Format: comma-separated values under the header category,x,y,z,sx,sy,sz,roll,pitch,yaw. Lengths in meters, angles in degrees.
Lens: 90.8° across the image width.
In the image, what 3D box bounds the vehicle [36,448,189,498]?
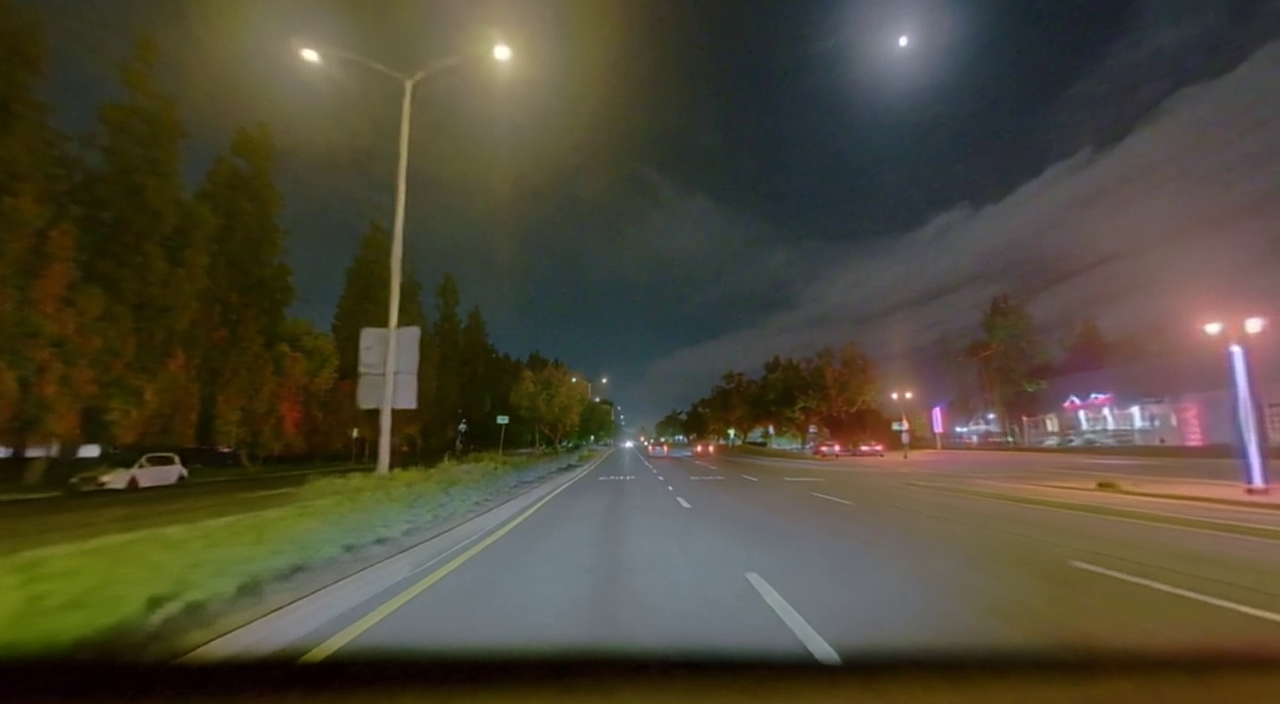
category,x,y,z,sx,sy,sz,roll,pitch,yaw
vehicle,-19.670,4.490,23.890,1.957,1.643,4.460,-1,-9,-1

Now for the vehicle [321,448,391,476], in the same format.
category,x,y,z,sx,sy,sz,roll,pitch,yaw
vehicle,-16.500,6.369,36.944,1.961,1.480,4.520,0,-8,0
